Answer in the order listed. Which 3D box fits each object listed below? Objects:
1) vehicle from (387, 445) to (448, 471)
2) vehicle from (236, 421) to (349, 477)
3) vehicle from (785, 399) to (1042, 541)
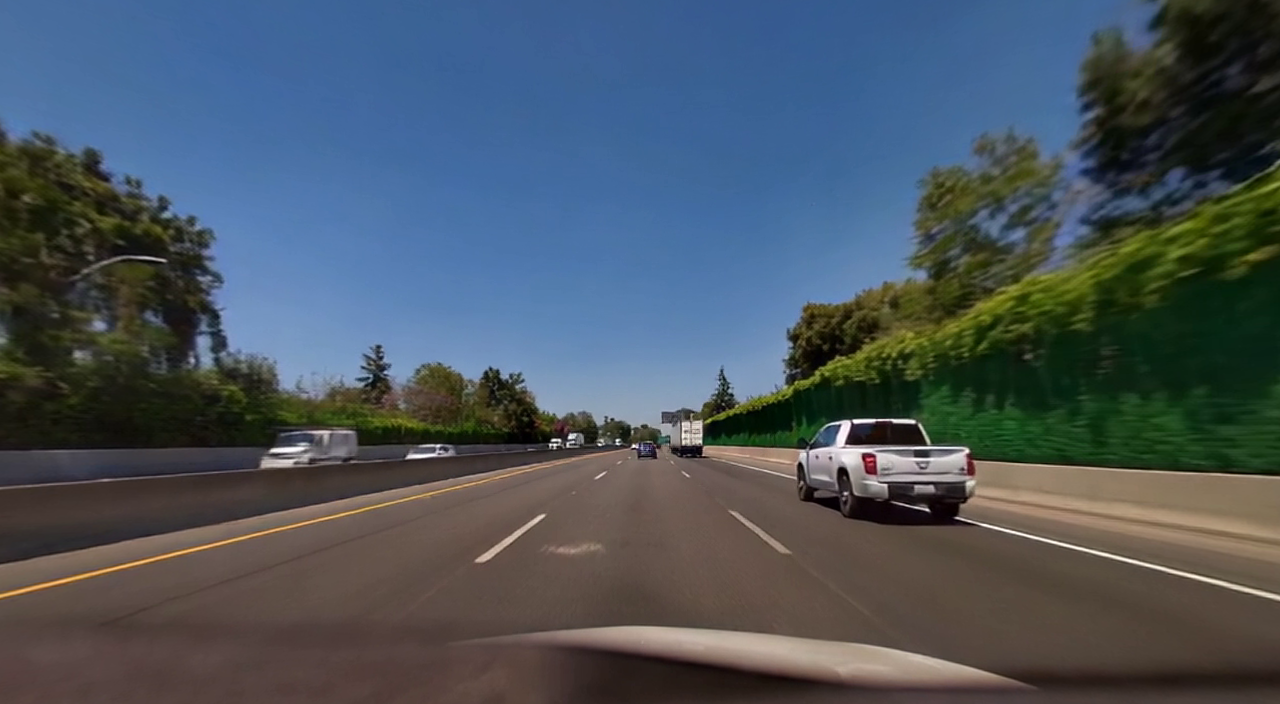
[{"bbox_3d":[-12.820,6.133,36.619,1.884,1.414,4.559,0,-8,0],"label":"vehicle"},{"bbox_3d":[-17.159,4.844,31.577,2.272,2.546,5.794,0,-8,1],"label":"vehicle"},{"bbox_3d":[4.380,2.008,11.362,2.209,1.943,5.262,0,-8,0],"label":"vehicle"}]
